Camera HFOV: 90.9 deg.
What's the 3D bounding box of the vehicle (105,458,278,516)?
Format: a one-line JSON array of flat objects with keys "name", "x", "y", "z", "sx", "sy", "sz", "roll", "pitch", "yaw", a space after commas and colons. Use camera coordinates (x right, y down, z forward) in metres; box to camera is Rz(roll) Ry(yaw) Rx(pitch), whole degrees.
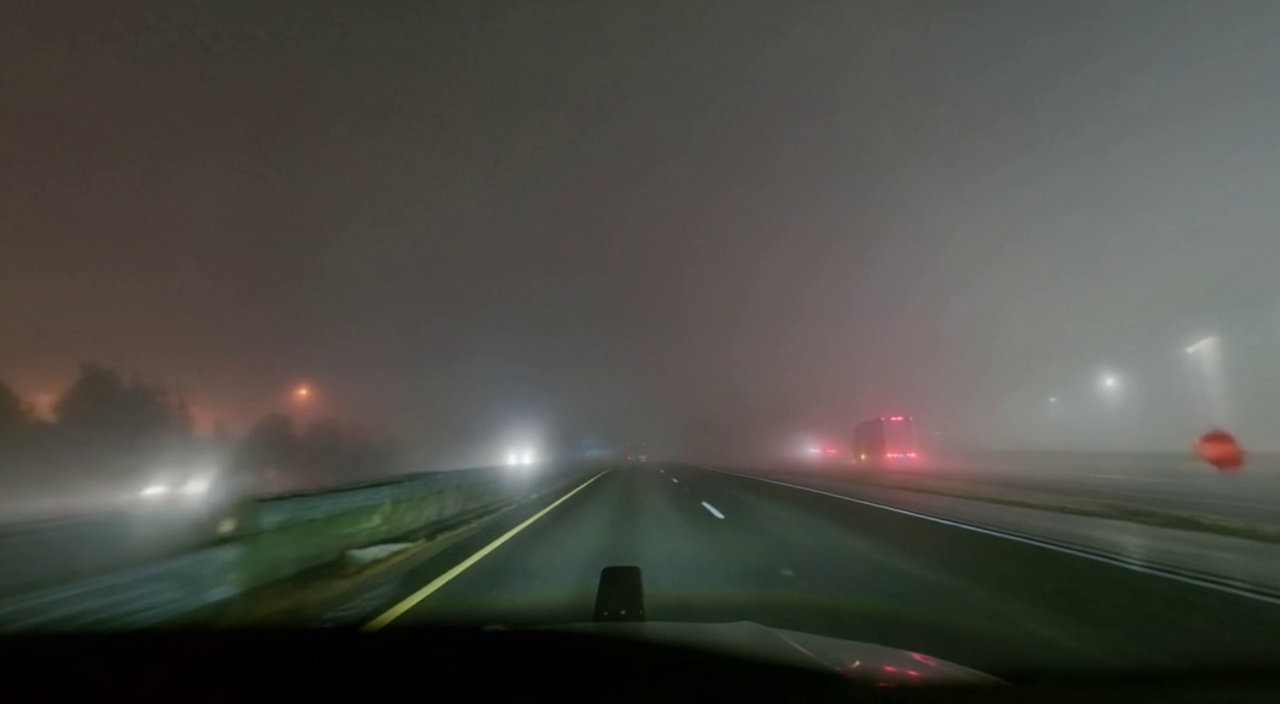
[{"name": "vehicle", "x": -13.136, "y": 3.949, "z": 18.918, "sx": 1.869, "sy": 1.455, "sz": 4.529, "roll": 0, "pitch": -9, "yaw": 0}]
